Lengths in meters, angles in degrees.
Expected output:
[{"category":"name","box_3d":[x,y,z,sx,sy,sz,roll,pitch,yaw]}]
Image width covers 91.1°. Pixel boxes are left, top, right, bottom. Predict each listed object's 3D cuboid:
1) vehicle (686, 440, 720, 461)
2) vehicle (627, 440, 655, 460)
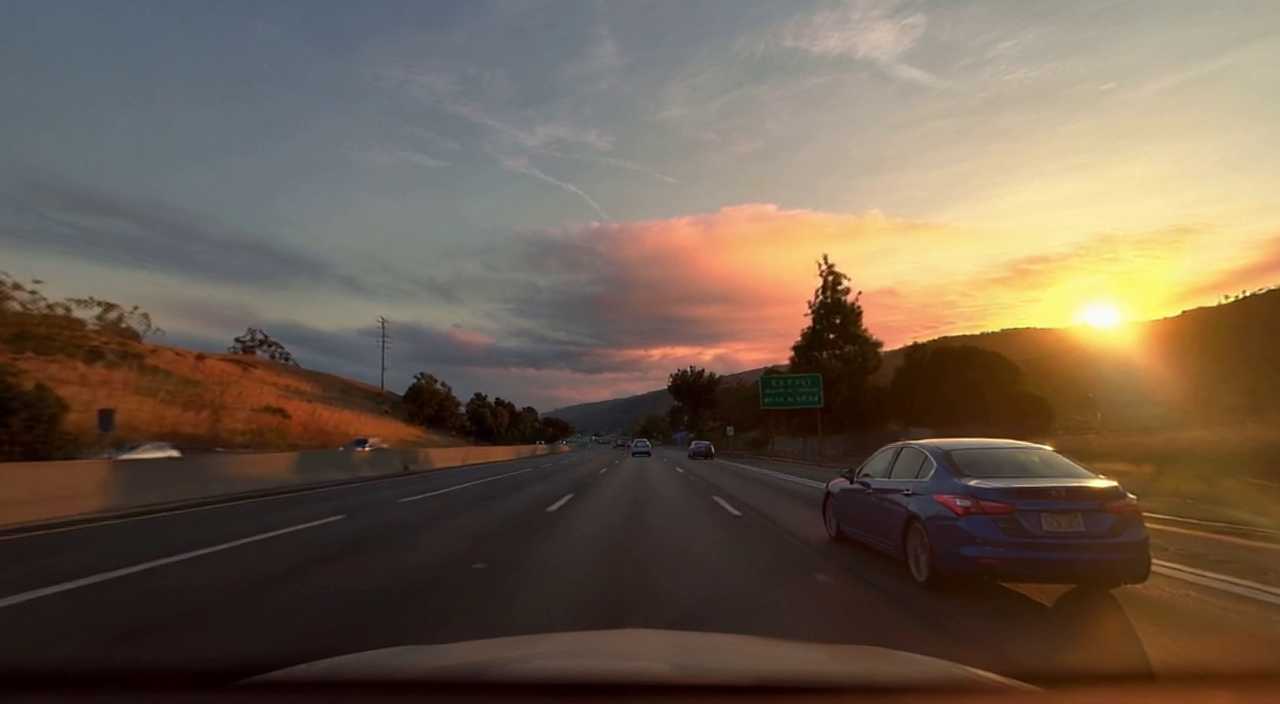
[{"category":"vehicle","box_3d":[4.651,7.352,47.001,2.008,1.524,4.598,0,-8,-1]},{"category":"vehicle","box_3d":[0.043,7.451,47.756,2.052,1.449,3.857,0,-8,0]}]
